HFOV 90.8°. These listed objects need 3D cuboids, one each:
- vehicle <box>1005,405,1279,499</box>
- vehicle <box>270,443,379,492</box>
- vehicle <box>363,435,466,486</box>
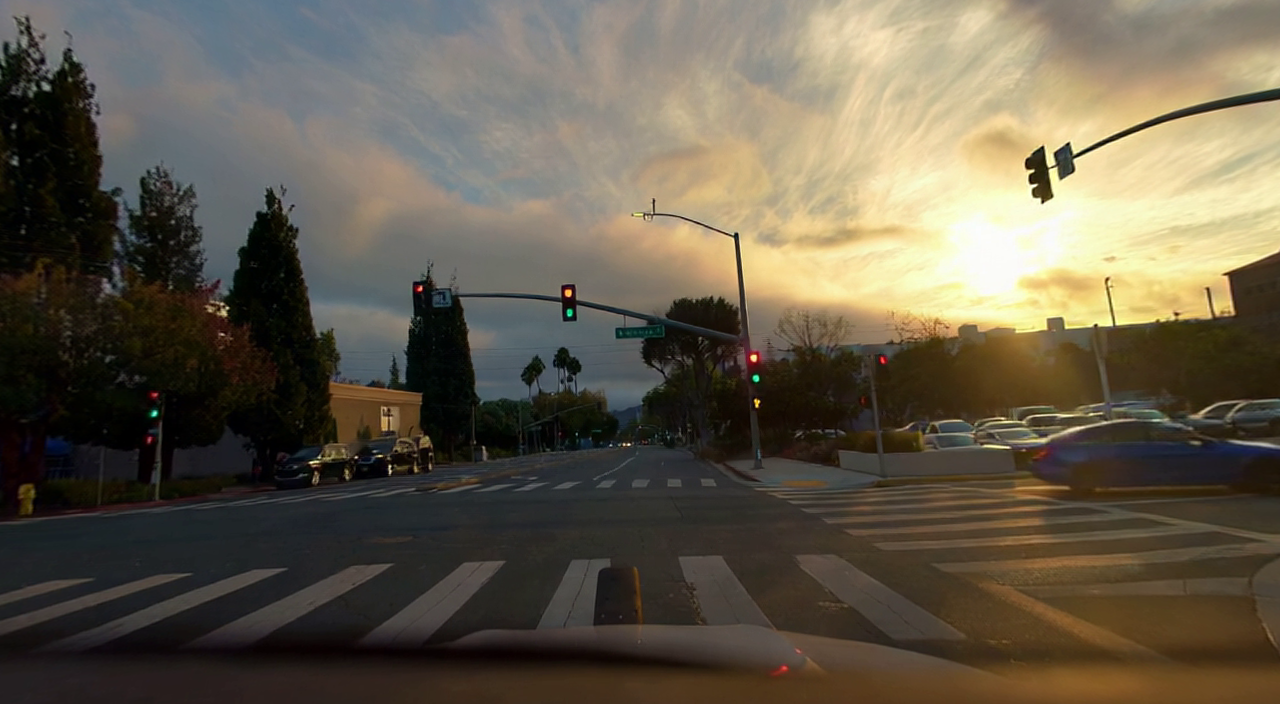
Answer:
[{"bbox_3d":[9.462,1.801,11.457,4.592,1.470,2.071,-4,-9,22],"label":"vehicle"},{"bbox_3d":[-13.787,5.063,28.065,2.306,1.957,4.968,0,-9,-1],"label":"vehicle"},{"bbox_3d":[-10.129,4.922,28.989,2.664,1.940,5.702,-4,-9,-1],"label":"vehicle"}]
